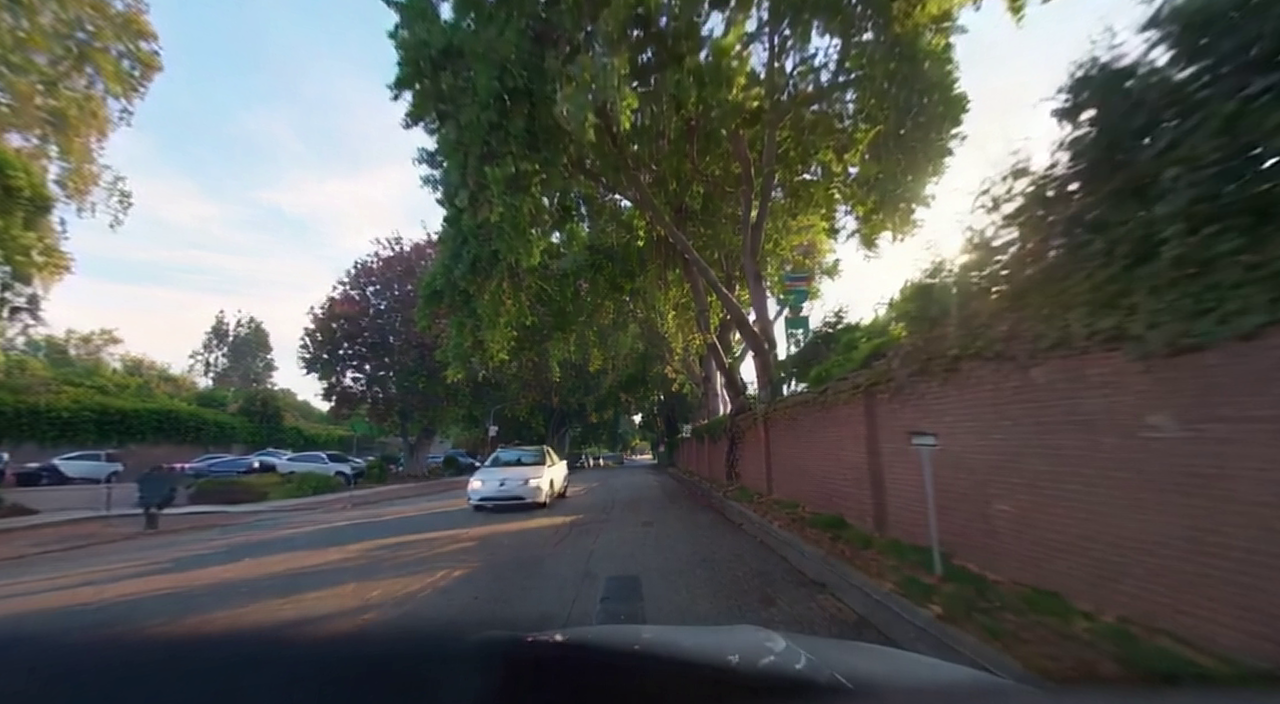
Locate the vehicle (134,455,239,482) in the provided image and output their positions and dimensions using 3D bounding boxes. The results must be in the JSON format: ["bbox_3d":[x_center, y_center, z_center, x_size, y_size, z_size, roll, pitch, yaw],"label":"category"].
[{"bbox_3d":[-26.980,6.957,37.719,4.736,1.516,1.937,0,-9,1],"label":"vehicle"}]

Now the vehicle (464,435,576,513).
[{"bbox_3d":[-2.921,3.080,16.371,2.047,1.725,4.288,0,-9,0],"label":"vehicle"}]

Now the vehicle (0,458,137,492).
[{"bbox_3d":[-26.020,5.602,28.884,4.374,1.455,1.918,0,-9,0],"label":"vehicle"}]

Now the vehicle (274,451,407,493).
[{"bbox_3d":[-13.314,5.353,28.306,4.870,1.767,2.120,0,-9,2],"label":"vehicle"}]

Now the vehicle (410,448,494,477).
[{"bbox_3d":[-13.754,8.145,46.558,5.428,1.908,2.196,1,-10,0],"label":"vehicle"}]
